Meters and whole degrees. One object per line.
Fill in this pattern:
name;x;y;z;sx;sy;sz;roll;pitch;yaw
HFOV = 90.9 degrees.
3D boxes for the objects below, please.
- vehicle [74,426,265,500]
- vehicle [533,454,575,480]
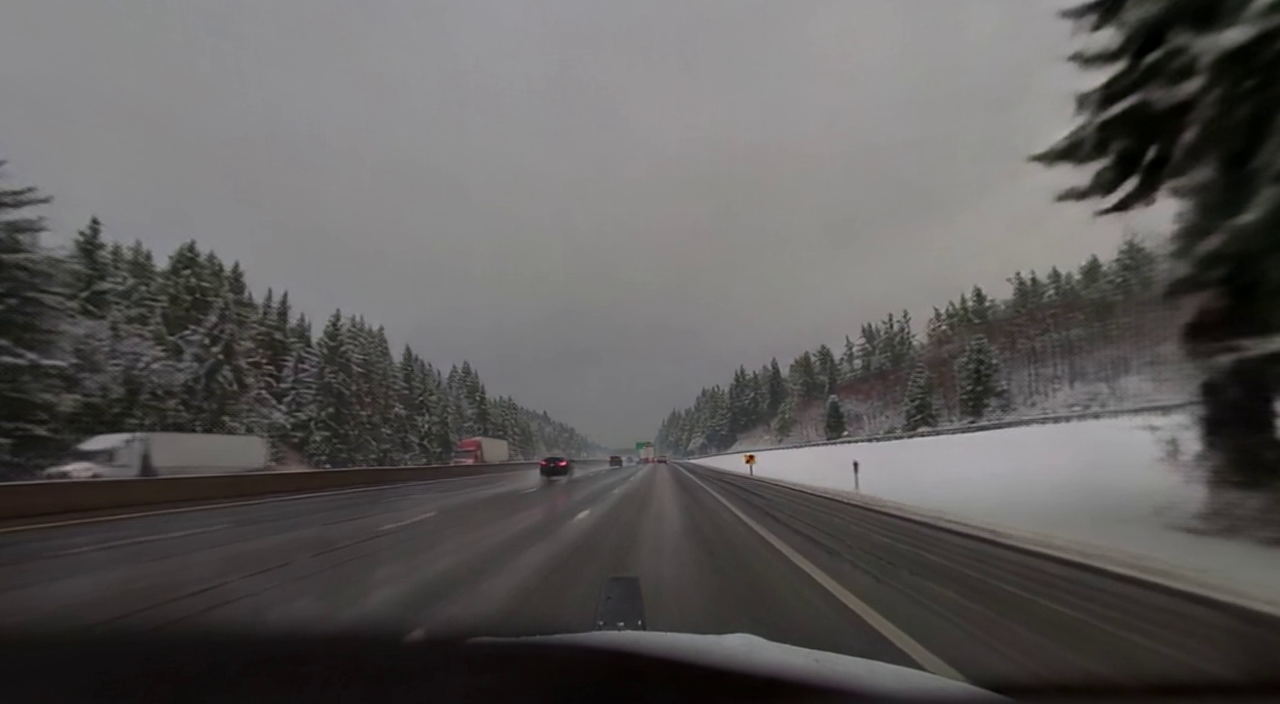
vehicle;-26.961;6.436;37.210;2.951;3.729;10.497;0;-9;1
vehicle;-5.617;7.557;41.726;1.996;1.579;4.439;-1;-9;3
